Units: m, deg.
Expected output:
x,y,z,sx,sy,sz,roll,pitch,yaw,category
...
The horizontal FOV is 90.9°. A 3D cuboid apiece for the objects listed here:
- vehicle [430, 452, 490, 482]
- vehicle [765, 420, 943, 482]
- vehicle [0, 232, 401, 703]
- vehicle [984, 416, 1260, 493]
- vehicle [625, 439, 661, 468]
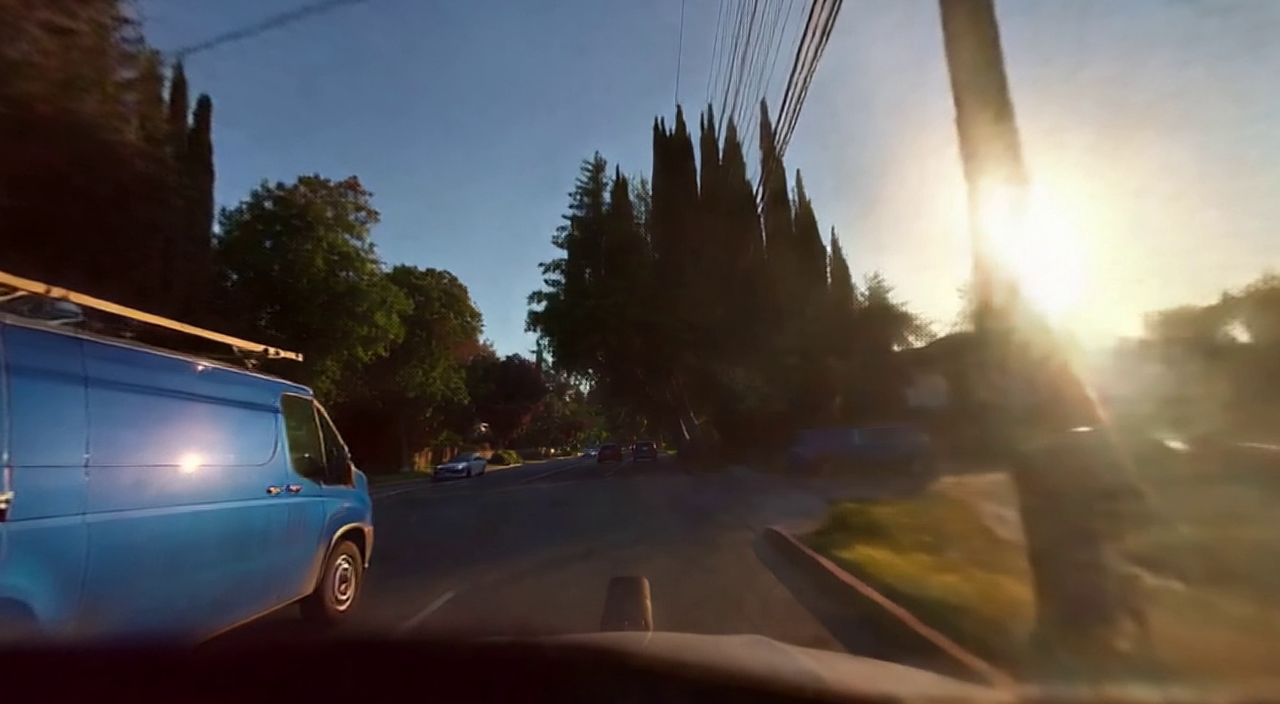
x,y,z,sx,sy,sz,roll,pitch,yaw,category
-9.531,6.115,33.702,1.844,1.454,4.288,0,-9,1,vehicle
6.754,3.189,20.407,5.012,1.711,2.457,-5,-8,15,vehicle
-3.443,0.752,2.851,2.336,2.152,5.866,0,-9,1,vehicle
10.103,2.187,13.518,4.295,1.505,1.918,0,-9,1,vehicle
0.208,6.327,39.385,2.120,1.718,3.909,0,-9,1,vehicle
